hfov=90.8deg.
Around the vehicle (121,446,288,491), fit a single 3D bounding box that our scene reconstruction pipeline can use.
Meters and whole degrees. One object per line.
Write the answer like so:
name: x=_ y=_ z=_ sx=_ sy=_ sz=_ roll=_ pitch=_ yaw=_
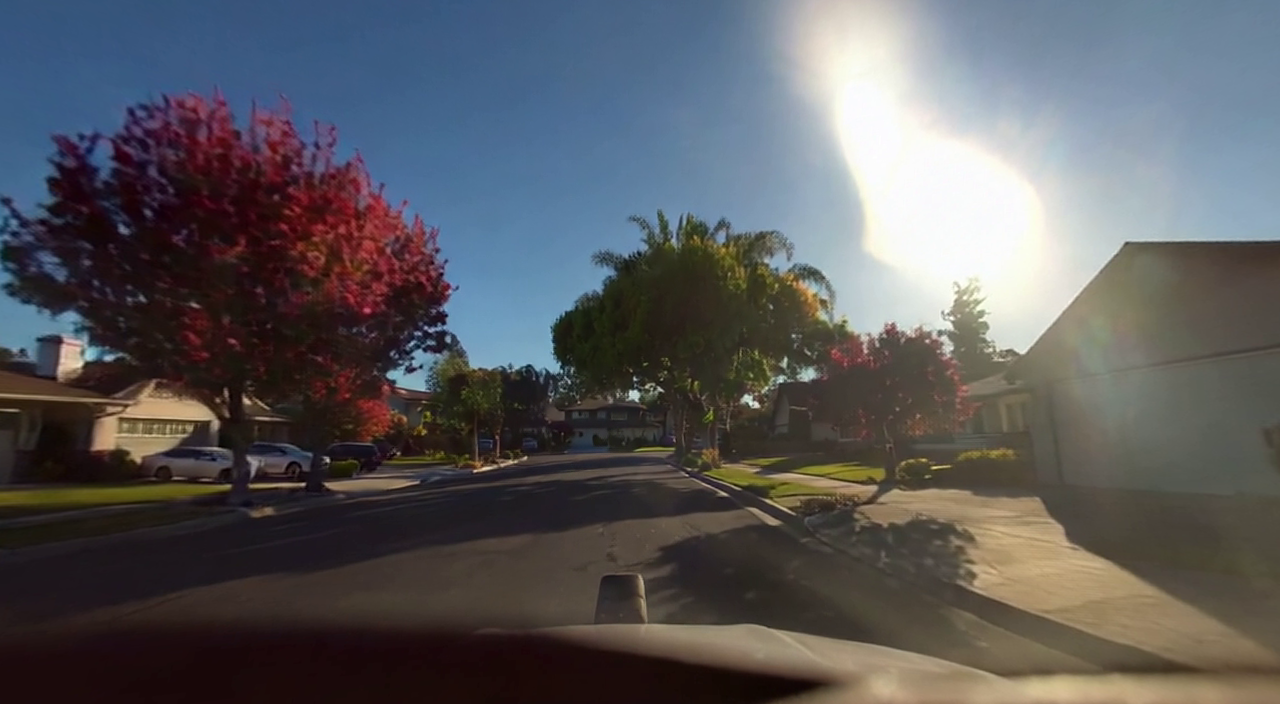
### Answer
vehicle: x=-15.385 y=4.119 z=22.572 sx=4.358 sy=1.516 sz=2.077 roll=0 pitch=-9 yaw=-3
